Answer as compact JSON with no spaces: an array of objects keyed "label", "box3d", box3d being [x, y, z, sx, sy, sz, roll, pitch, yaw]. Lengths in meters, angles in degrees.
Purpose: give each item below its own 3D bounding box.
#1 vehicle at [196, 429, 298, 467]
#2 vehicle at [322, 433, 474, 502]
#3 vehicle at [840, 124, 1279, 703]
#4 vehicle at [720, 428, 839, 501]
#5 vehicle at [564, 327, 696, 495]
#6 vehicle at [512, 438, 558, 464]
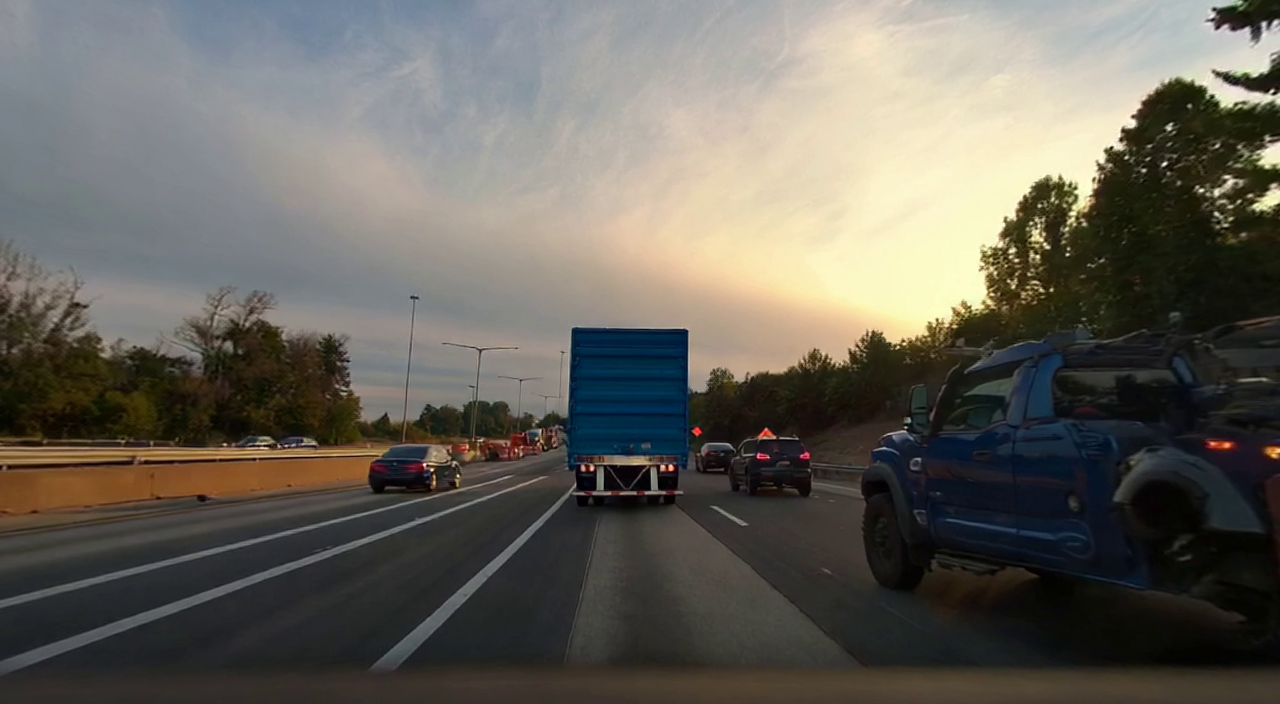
[{"label":"vehicle","box3d":[-22.041,5.391,35.370,4.632,1.852,2.033,0,-8,15]},{"label":"vehicle","box3d":[-5.872,2.856,16.020,2.014,1.477,4.595,0,-9,1]},{"label":"vehicle","box3d":[3.826,0.426,1.804,2.943,2.634,10.135,1,-9,-2]},{"label":"vehicle","box3d":[3.552,2.972,16.966,2.103,1.713,4.173,1,-9,-2]},{"label":"vehicle","box3d":[-0.421,2.129,19.940,3.067,3.940,10.154,1,-9,-2]},{"label":"vehicle","box3d":[-6.323,6.014,38.332,1.994,1.481,4.660,0,-9,0]}]
